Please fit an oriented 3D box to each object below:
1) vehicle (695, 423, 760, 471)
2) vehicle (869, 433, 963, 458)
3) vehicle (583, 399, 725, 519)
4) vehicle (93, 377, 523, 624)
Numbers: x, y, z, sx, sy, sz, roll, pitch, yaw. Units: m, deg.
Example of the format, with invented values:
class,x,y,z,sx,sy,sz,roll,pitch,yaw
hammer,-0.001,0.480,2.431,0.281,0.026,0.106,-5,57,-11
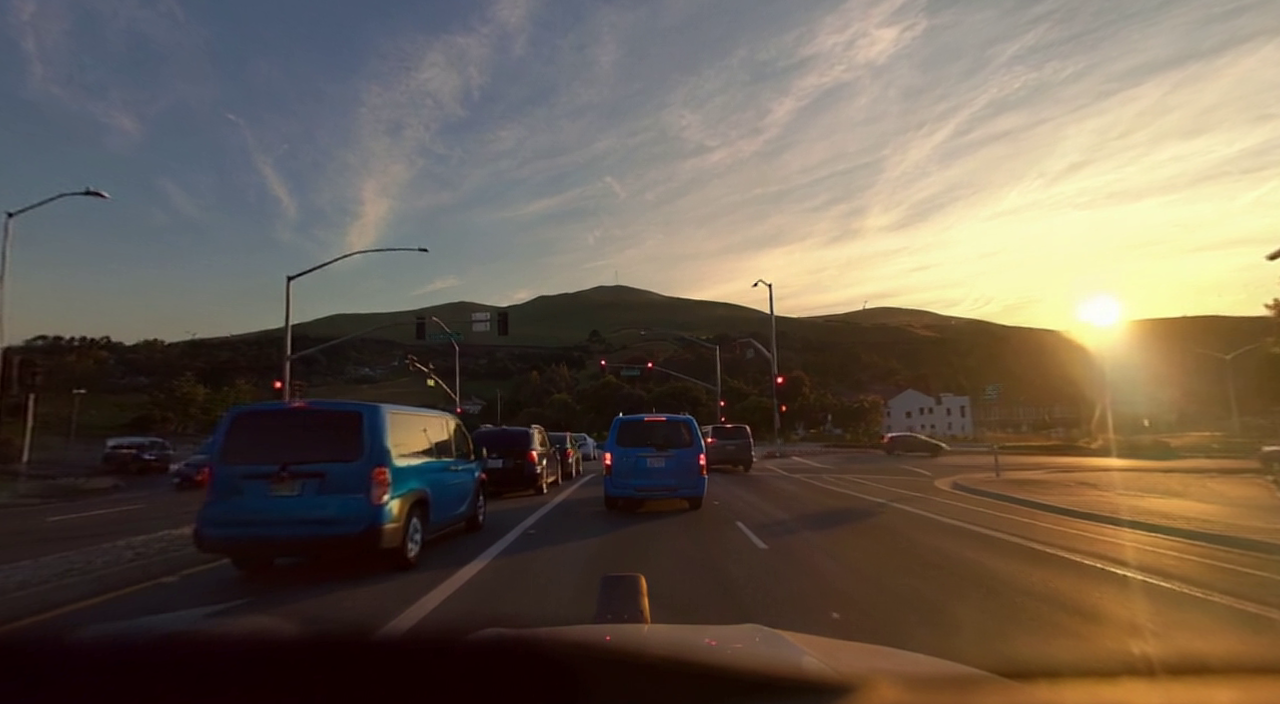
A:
class,x,y,z,sx,sy,sz,roll,pitch,yaw
vehicle,3.180,3.549,23.614,1.817,1.662,3.843,0,-8,-1
vehicle,16.263,5.525,37.245,4.696,1.461,1.810,0,-8,-1
vehicle,0.220,1.970,11.966,2.185,1.822,4.391,0,-8,0
vehicle,-2.849,1.413,6.932,2.131,1.783,4.540,0,-8,2
